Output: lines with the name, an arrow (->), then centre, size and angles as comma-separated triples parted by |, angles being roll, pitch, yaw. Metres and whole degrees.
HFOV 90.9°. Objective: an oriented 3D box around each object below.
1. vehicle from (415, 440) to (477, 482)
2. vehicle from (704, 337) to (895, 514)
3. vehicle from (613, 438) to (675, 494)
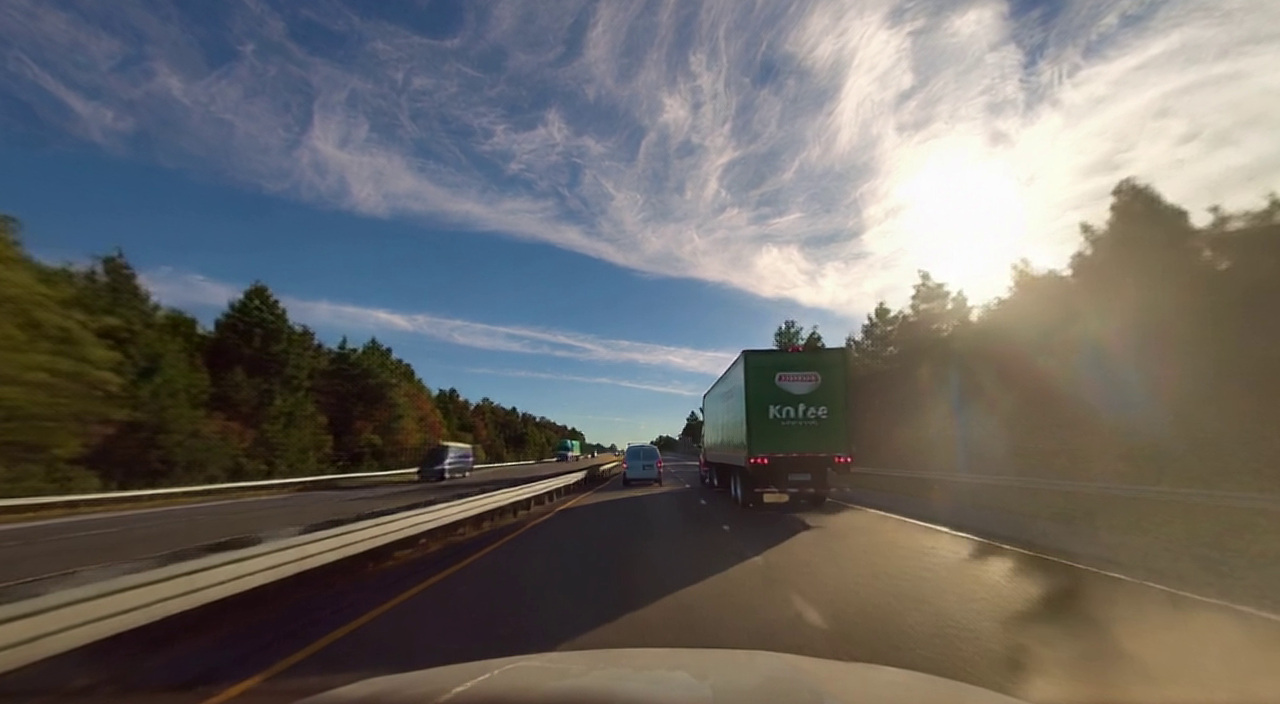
vehicle -> -12.770, 7.211, 41.917 | 2.227, 2.465, 5.698 | -2, -9, 1
vehicle -> 4.193, 2.616, 20.532 | 3.030, 3.985, 12.707 | 0, -9, 1
vehicle -> 0.172, 4.177, 23.355 | 2.105, 1.865, 4.102 | 0, -9, 1
